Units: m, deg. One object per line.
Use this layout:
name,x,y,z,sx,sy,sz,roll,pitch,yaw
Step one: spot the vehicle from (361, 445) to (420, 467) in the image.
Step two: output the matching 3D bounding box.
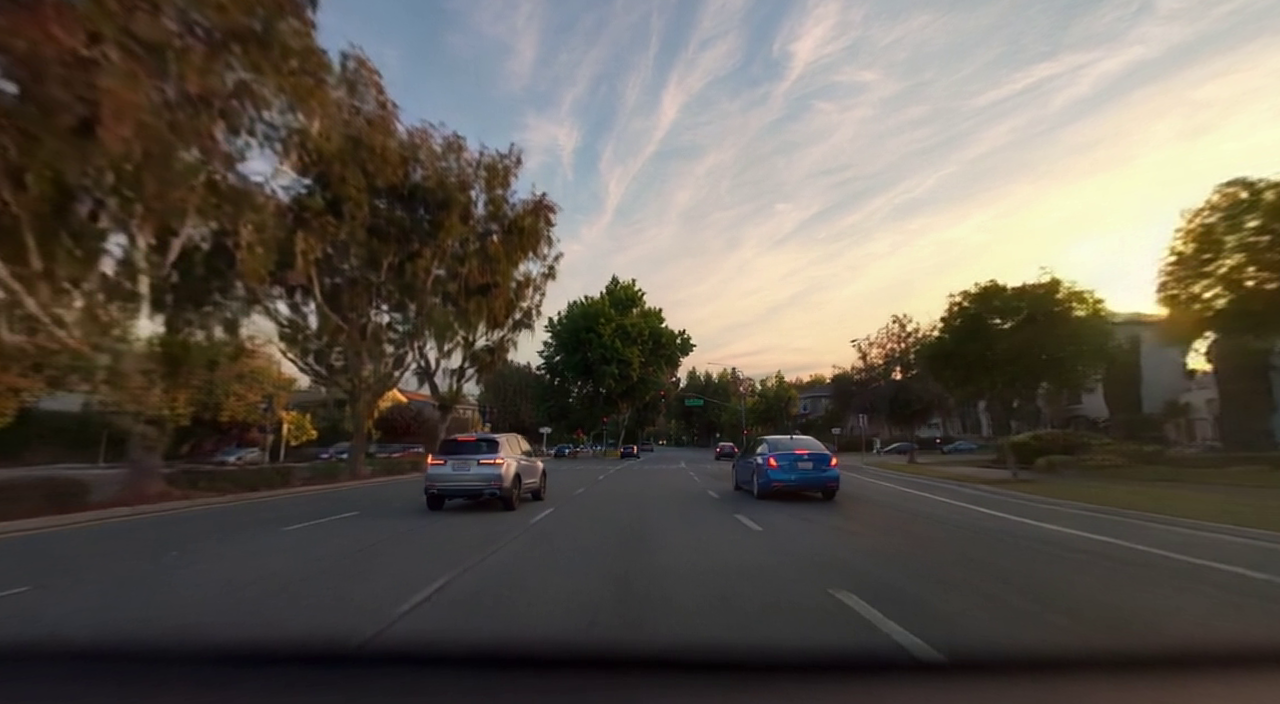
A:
vehicle,-17.878,7.487,45.529,1.997,1.471,4.772,-1,-8,4

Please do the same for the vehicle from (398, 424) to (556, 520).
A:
vehicle,-3.211,2.485,13.610,2.045,1.688,4.632,-1,-8,2

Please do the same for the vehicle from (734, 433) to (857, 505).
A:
vehicle,3.982,3.063,17.055,2.132,1.659,4.387,0,-8,-1

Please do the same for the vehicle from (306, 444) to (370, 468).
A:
vehicle,-21.939,7.540,46.120,2.244,1.670,4.353,-1,-8,4

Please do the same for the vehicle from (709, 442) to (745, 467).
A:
vehicle,6.136,7.232,44.924,2.169,1.669,4.037,-1,-8,3
